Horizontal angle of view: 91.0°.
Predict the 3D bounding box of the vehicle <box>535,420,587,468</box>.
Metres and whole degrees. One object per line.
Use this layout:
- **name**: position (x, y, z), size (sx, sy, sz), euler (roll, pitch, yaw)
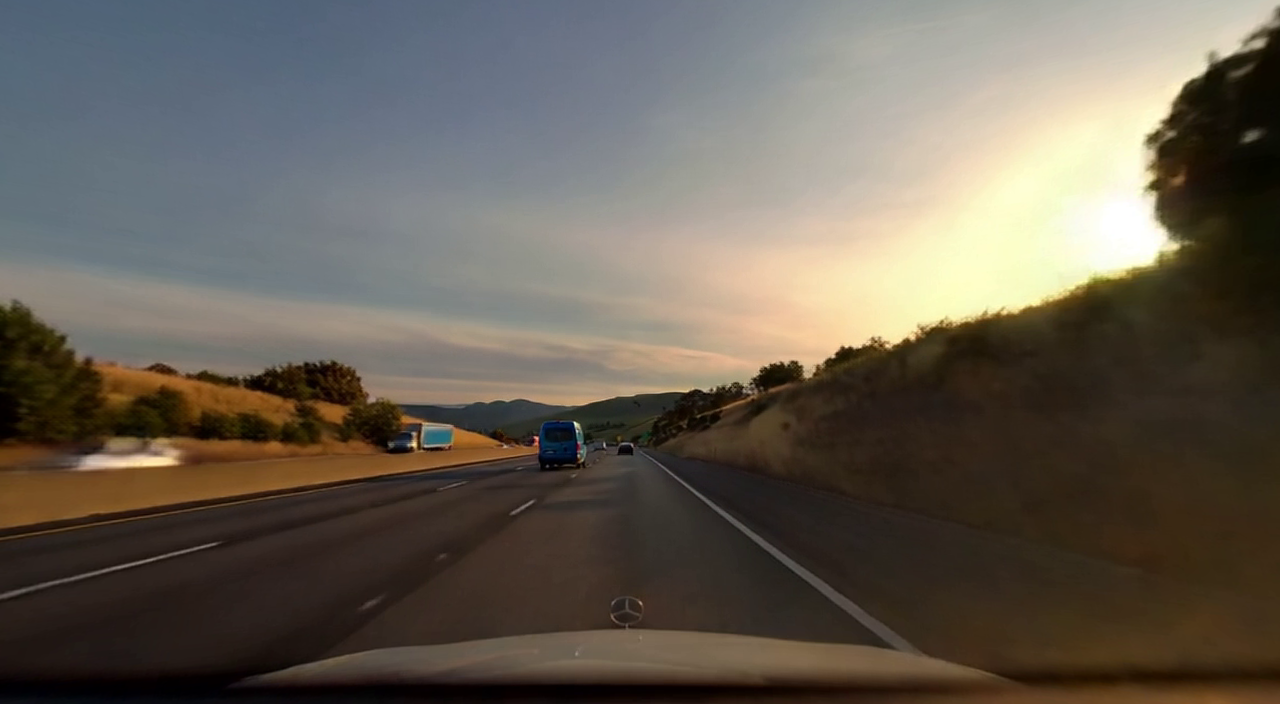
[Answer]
- **vehicle**: position (-4.353, 5.192, 35.607), size (2.329, 2.483, 5.428), euler (0, -8, -1)
